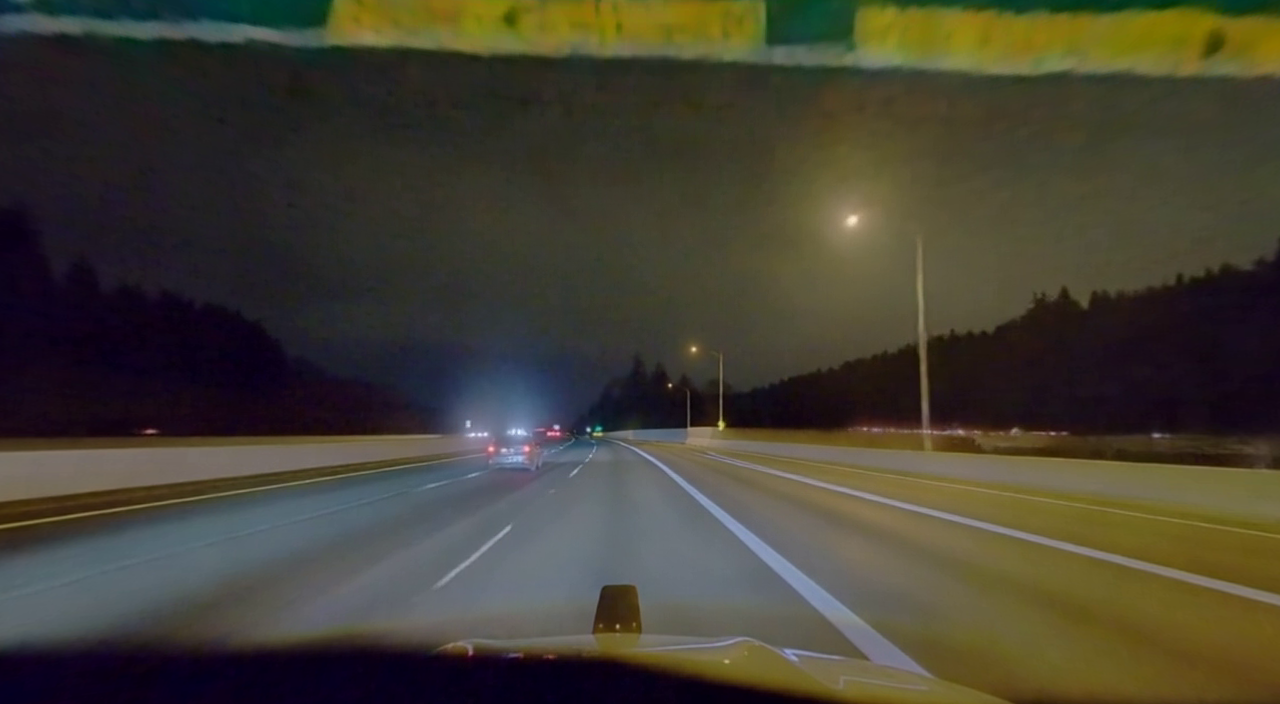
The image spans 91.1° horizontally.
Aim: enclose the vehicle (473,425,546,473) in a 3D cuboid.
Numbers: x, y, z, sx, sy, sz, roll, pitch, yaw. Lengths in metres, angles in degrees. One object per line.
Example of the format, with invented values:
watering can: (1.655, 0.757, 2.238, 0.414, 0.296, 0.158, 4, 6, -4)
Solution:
vehicle: (-4.567, 3.429, 22.556, 1.878, 1.548, 3.966, 0, -8, -1)
